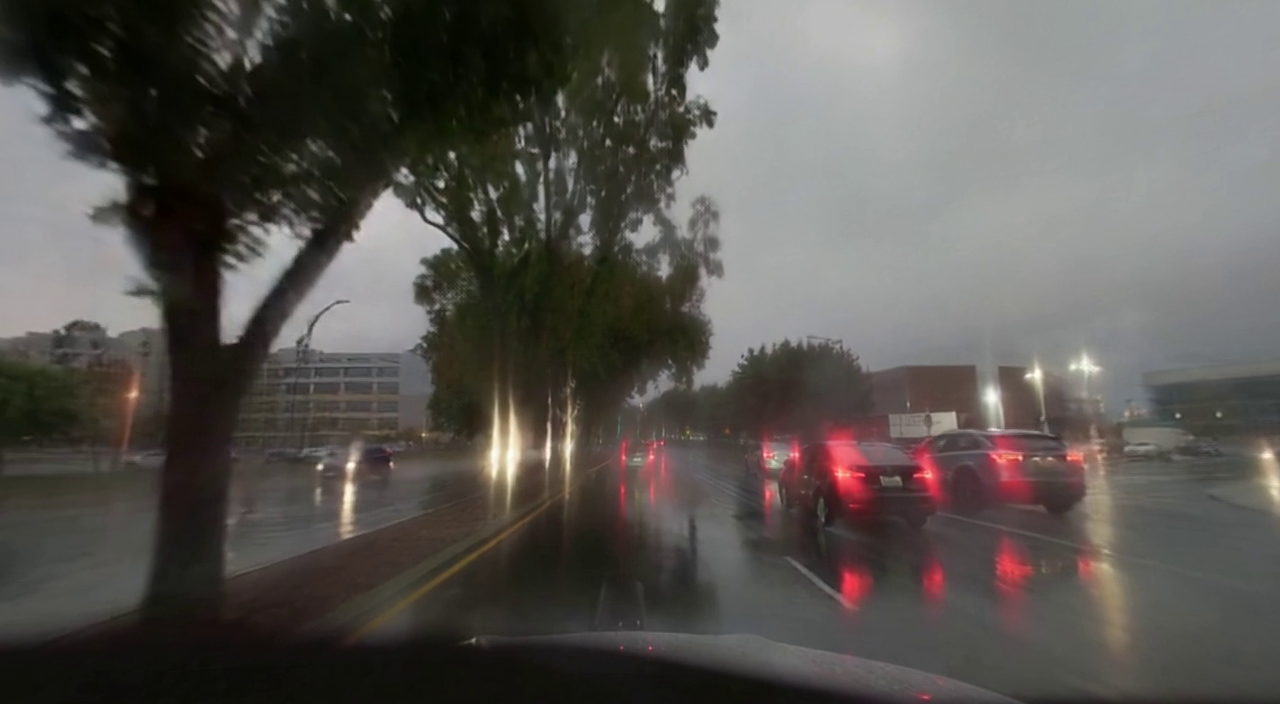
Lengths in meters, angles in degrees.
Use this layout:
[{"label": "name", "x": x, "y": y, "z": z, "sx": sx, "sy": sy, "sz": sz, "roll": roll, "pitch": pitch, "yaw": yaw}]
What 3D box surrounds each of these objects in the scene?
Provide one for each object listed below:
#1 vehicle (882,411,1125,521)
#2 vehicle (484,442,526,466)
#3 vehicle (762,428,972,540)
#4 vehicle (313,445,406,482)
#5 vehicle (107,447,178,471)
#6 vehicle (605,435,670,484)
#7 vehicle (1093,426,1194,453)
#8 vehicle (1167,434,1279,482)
[{"label": "vehicle", "x": 6.957, "y": 2.243, "z": 12.879, "sx": 2.134, "sy": 1.810, "sz": 4.590, "roll": 0, "pitch": -8, "yaw": -1}, {"label": "vehicle", "x": -9.034, "y": 6.866, "z": 42.539, "sx": 1.895, "sy": 1.503, "sz": 4.237, "roll": 0, "pitch": -8, "yaw": 0}, {"label": "vehicle", "x": 3.411, "y": 2.060, "z": 10.505, "sx": 1.858, "sy": 1.466, "sz": 4.230, "roll": 0, "pitch": -8, "yaw": -1}, {"label": "vehicle", "x": -12.029, "y": 4.785, "z": 27.476, "sx": 1.931, "sy": 1.477, "sz": 4.630, "roll": 0, "pitch": -8, "yaw": 0}, {"label": "vehicle", "x": -36.898, "y": 7.928, "z": 46.999, "sx": 1.944, "sy": 1.576, "sz": 4.005, "roll": -3, "pitch": -8, "yaw": 1}, {"label": "vehicle", "x": -0.093, "y": 3.595, "z": 21.334, "sx": 1.994, "sy": 1.479, "sz": 3.647, "roll": 0, "pitch": -8, "yaw": 0}, {"label": "vehicle", "x": 37.501, "y": 6.523, "z": 47.128, "sx": 5.573, "sy": 1.973, "sz": 2.229, "roll": 0, "pitch": -8, "yaw": 0}, {"label": "vehicle", "x": 20.795, "y": 3.700, "z": 21.854, "sx": 4.354, "sy": 1.486, "sz": 1.970, "roll": 5, "pitch": -10, "yaw": -21}]
